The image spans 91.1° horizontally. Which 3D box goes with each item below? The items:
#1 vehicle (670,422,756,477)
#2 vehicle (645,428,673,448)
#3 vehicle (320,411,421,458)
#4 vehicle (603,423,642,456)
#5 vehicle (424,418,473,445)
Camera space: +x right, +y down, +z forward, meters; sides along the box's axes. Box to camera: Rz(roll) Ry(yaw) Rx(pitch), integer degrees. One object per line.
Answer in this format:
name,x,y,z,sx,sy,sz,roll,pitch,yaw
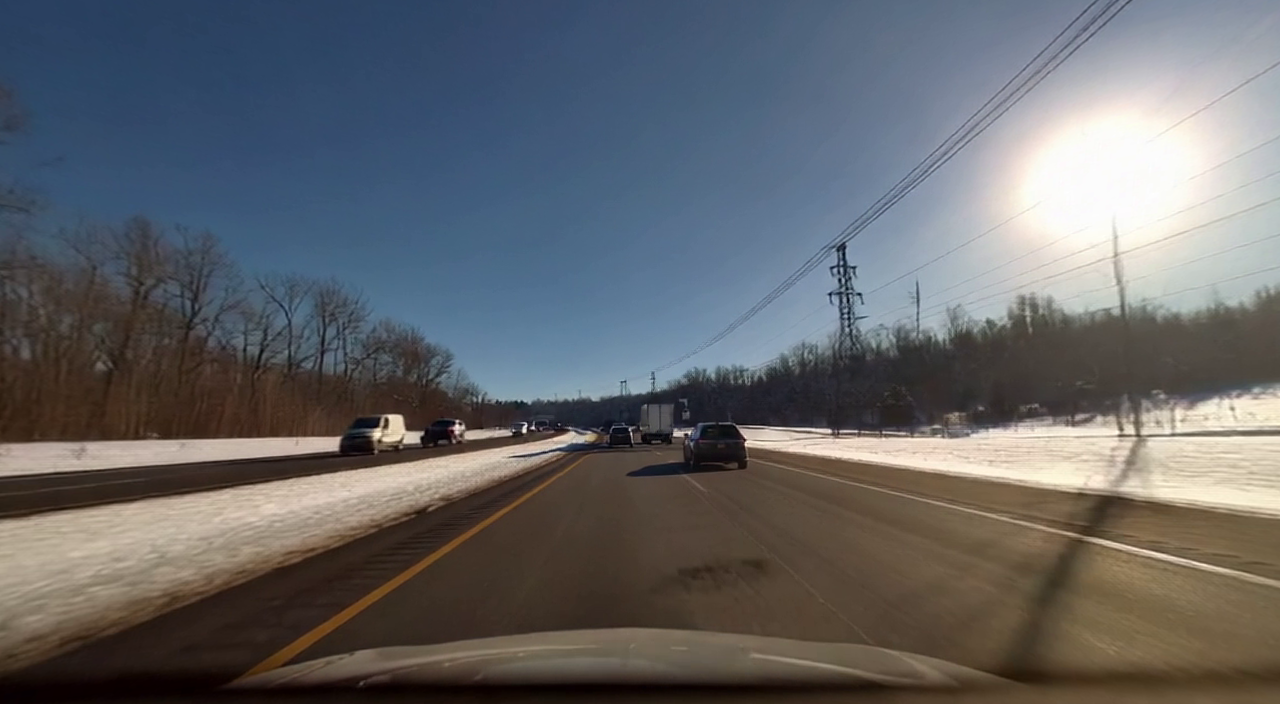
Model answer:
vehicle,2.229,3.122,20.334,2.062,1.581,3.914,0,-8,-4
vehicle,1.408,6.586,48.299,1.807,1.484,3.765,0,-8,-3
vehicle,-9.879,3.095,23.447,1.937,1.573,4.369,0,-8,-2
vehicle,-0.938,4.746,34.152,2.019,1.642,3.790,0,-8,-1
vehicle,-14.092,5.900,46.581,2.185,1.904,4.842,0,-8,-1
